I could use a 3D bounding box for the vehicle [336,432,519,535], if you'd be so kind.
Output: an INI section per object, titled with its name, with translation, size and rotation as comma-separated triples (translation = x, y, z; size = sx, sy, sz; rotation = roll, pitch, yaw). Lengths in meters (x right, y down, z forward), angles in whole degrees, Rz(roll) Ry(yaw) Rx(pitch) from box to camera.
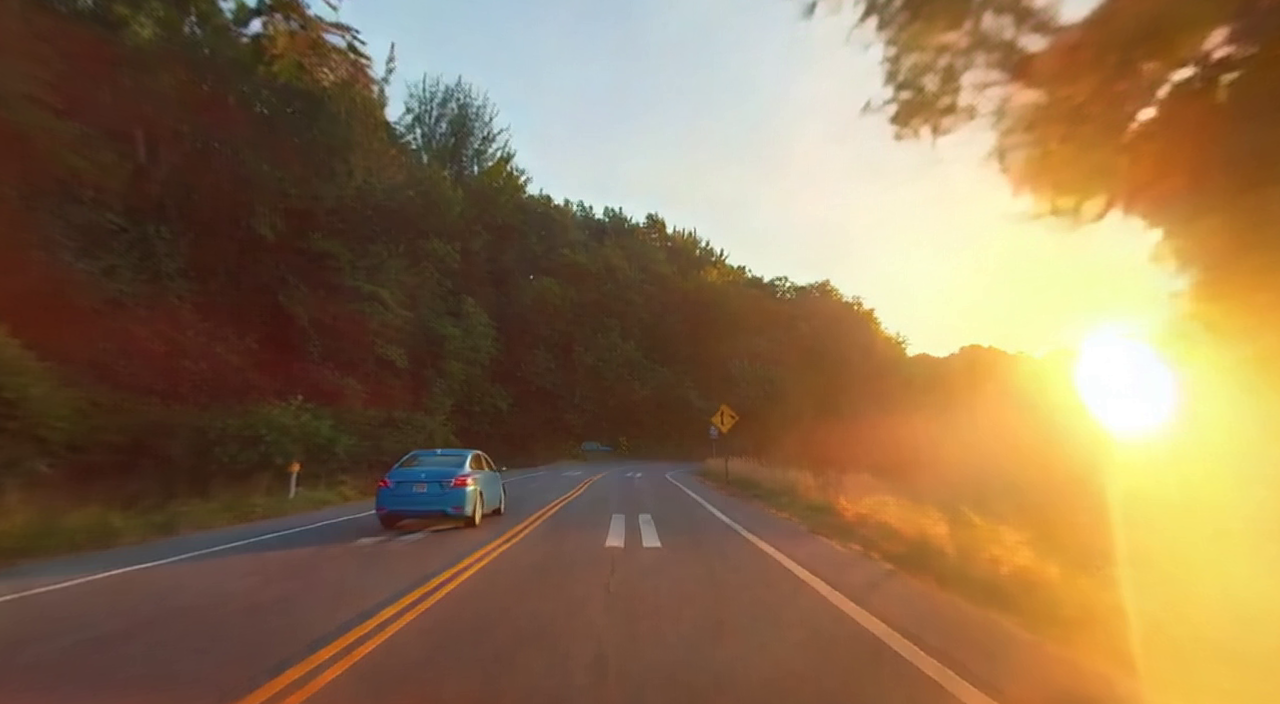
[vehicle]
translation = -3.747, 2.402, 12.014
size = 2.078, 1.607, 3.959
rotation = 0, -9, 0
